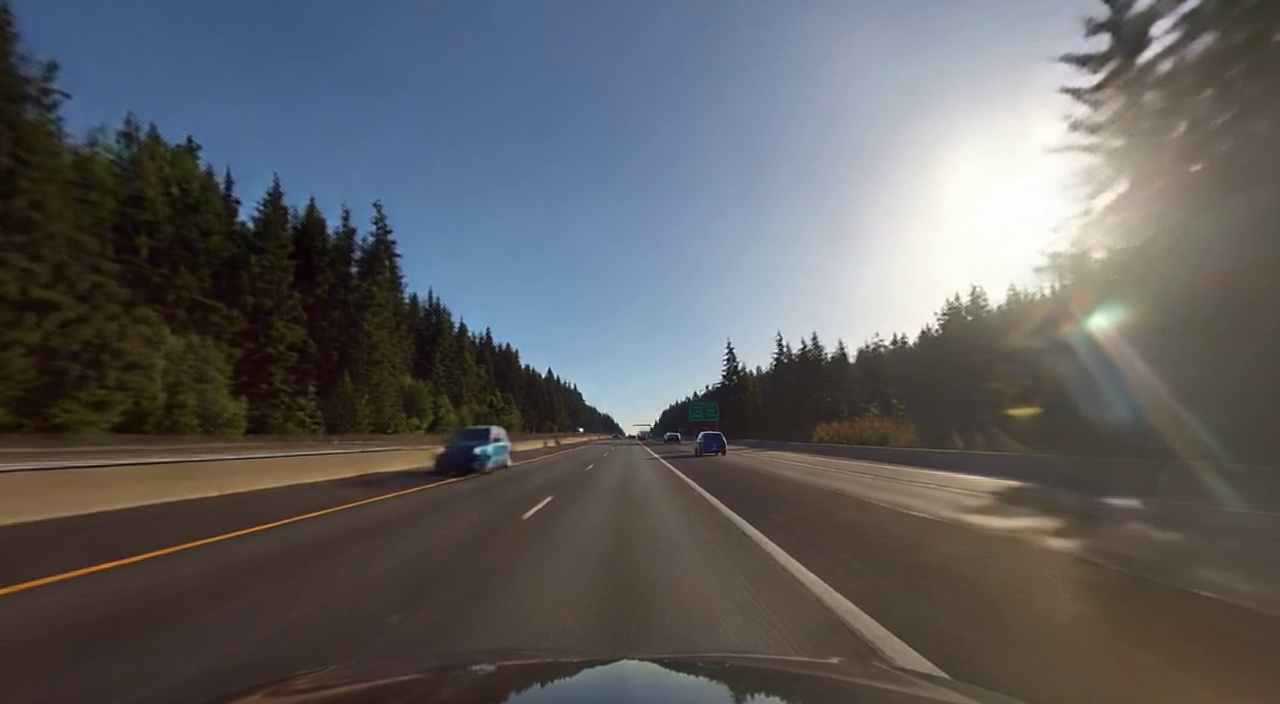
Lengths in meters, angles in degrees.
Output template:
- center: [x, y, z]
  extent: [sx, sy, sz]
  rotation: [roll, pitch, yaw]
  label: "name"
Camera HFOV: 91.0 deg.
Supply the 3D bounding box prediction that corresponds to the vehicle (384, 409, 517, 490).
- center: [-5.141, 2.742, 18.039]
  extent: [2.272, 1.960, 5.191]
  rotation: [0, -8, -1]
  label: "vehicle"
